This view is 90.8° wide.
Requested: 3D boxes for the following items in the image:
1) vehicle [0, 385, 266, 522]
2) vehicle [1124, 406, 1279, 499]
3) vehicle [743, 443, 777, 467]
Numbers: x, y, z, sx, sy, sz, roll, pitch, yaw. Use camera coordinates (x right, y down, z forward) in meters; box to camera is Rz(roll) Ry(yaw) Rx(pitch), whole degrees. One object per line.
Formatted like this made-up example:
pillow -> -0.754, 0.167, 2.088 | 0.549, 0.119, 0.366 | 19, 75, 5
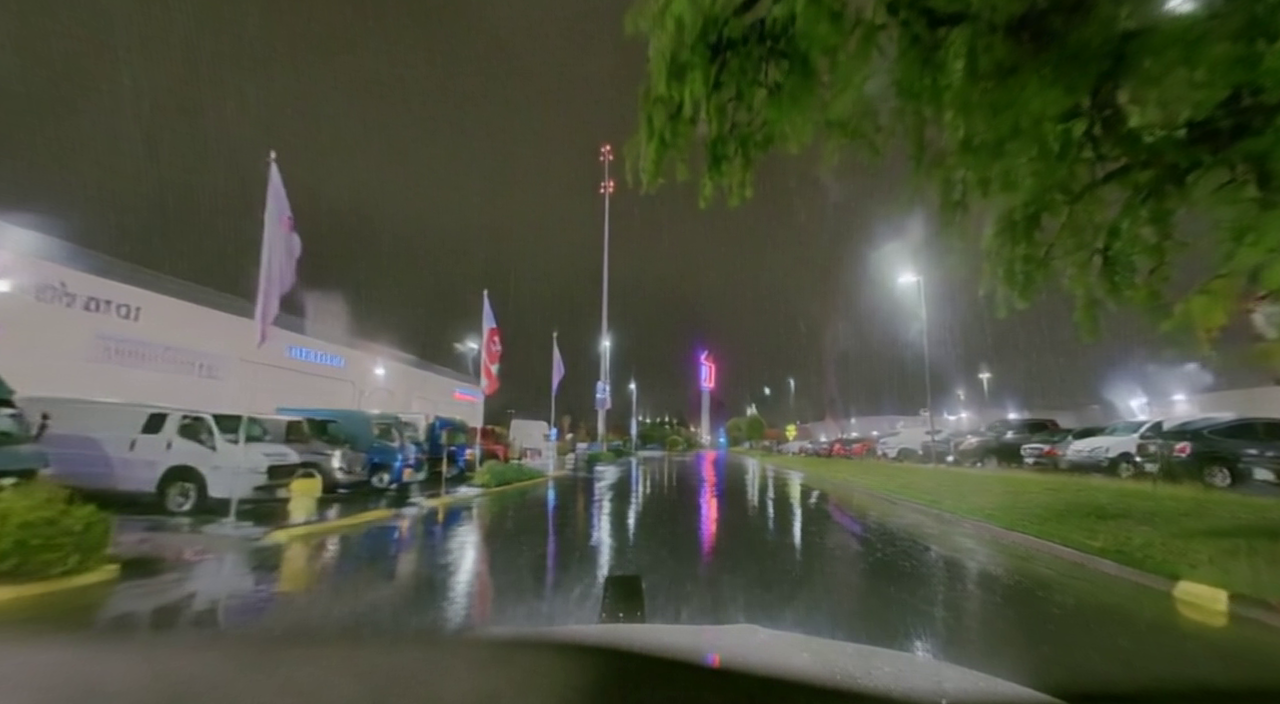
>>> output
vehicle -> -10.868, 1.810, 11.783 | 6.505, 2.227, 2.242 | -1, -7, 5
vehicle -> 13.076, 2.099, 13.461 | 4.766, 1.676, 2.167 | 3, -9, -23
vehicle -> 8.952, 7.707, 47.404 | 2.026, 1.659, 4.314 | -1, -8, 5
